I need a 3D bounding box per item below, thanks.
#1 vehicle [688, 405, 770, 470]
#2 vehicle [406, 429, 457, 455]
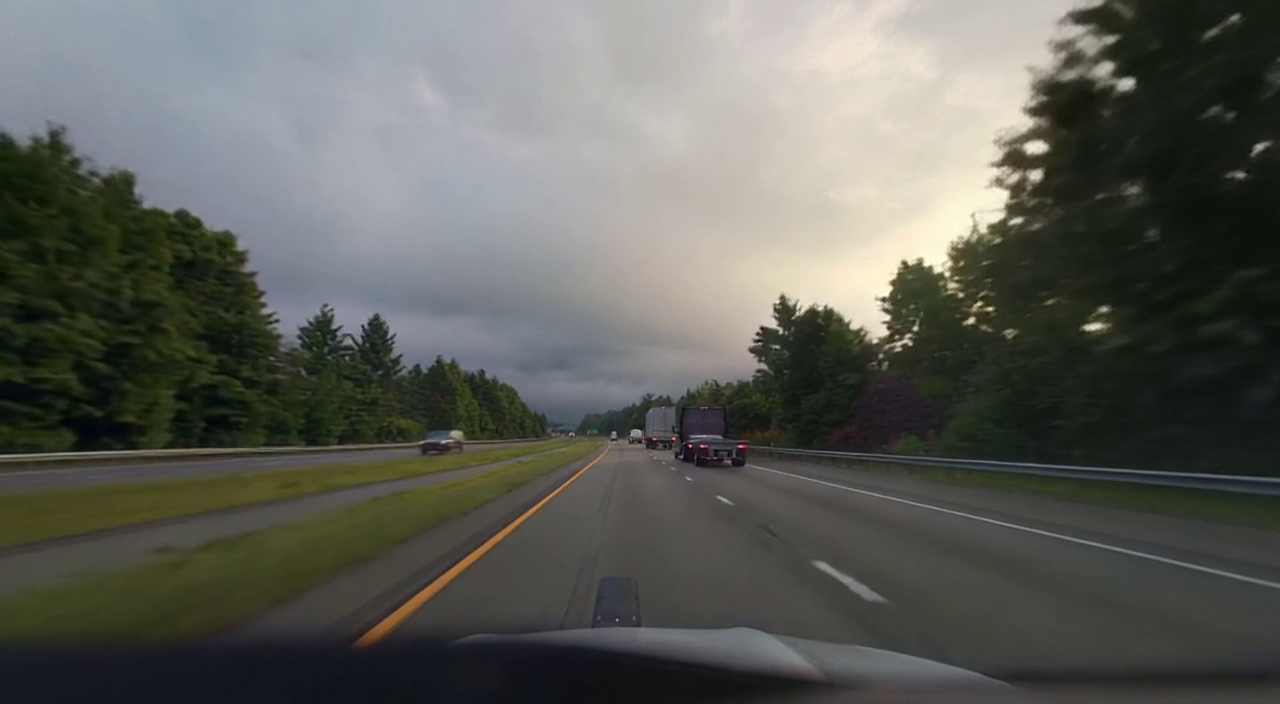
[{"bbox_3d":[4.029,4.061,30.055,2.741,2.716,6.323,0,-8,-2],"label":"vehicle"},{"bbox_3d":[-13.406,5.826,40.779,1.950,1.598,4.188,0,-8,-2],"label":"vehicle"}]
